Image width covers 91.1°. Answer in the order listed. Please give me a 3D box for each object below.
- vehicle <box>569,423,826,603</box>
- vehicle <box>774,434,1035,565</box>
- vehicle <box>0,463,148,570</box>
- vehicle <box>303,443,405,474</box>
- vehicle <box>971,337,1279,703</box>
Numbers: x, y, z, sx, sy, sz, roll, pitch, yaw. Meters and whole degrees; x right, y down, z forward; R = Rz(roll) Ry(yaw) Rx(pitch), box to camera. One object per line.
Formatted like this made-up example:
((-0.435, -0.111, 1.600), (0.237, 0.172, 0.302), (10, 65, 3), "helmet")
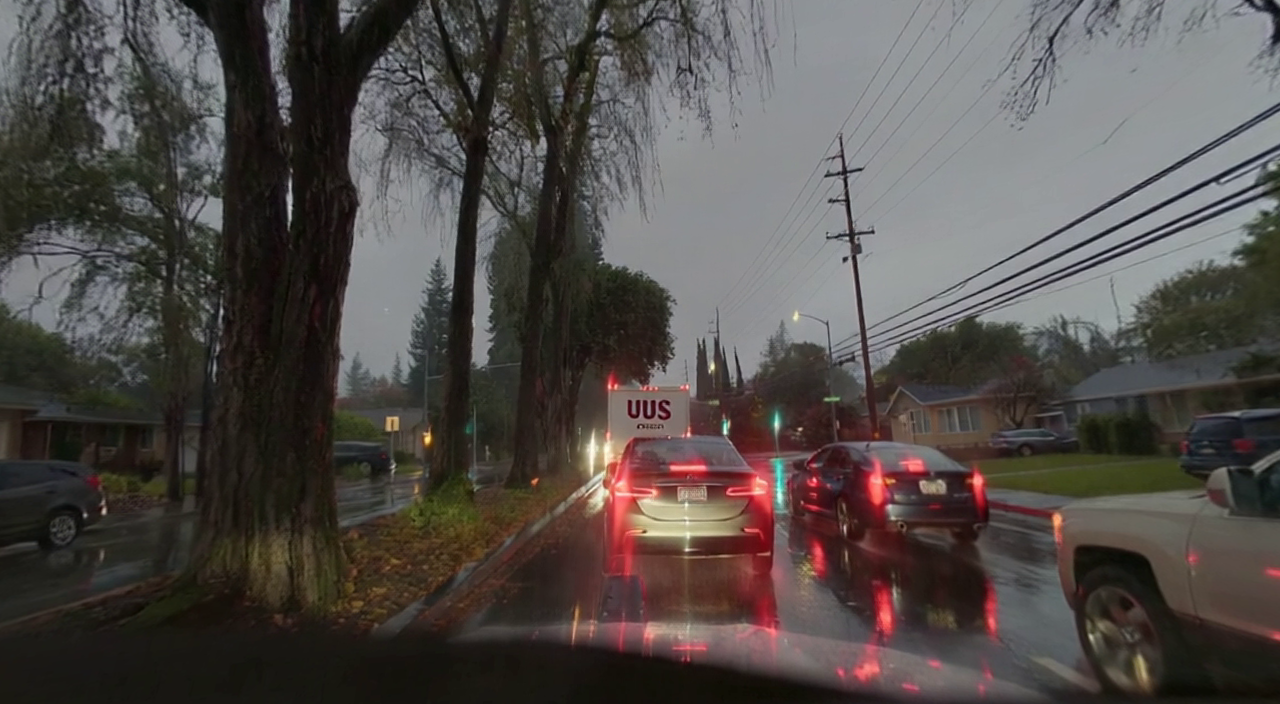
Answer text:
((0.484, 1.687, 7.543), (2.158, 1.499, 4.377), (0, -8, 0), "vehicle")
((3.525, 2.035, 9.504), (1.993, 1.479, 4.487), (0, -8, 0), "vehicle")
((-10.342, 2.494, 9.491), (1.925, 1.482, 4.753), (0, -8, 0), "vehicle")
((-17.402, 6.492, 38.303), (5.274, 1.793, 1.921), (0, -9, 3), "vehicle")
((3.320, 0.770, 1.930), (2.069, 1.722, 4.888), (0, -9, 2), "vehicle")
